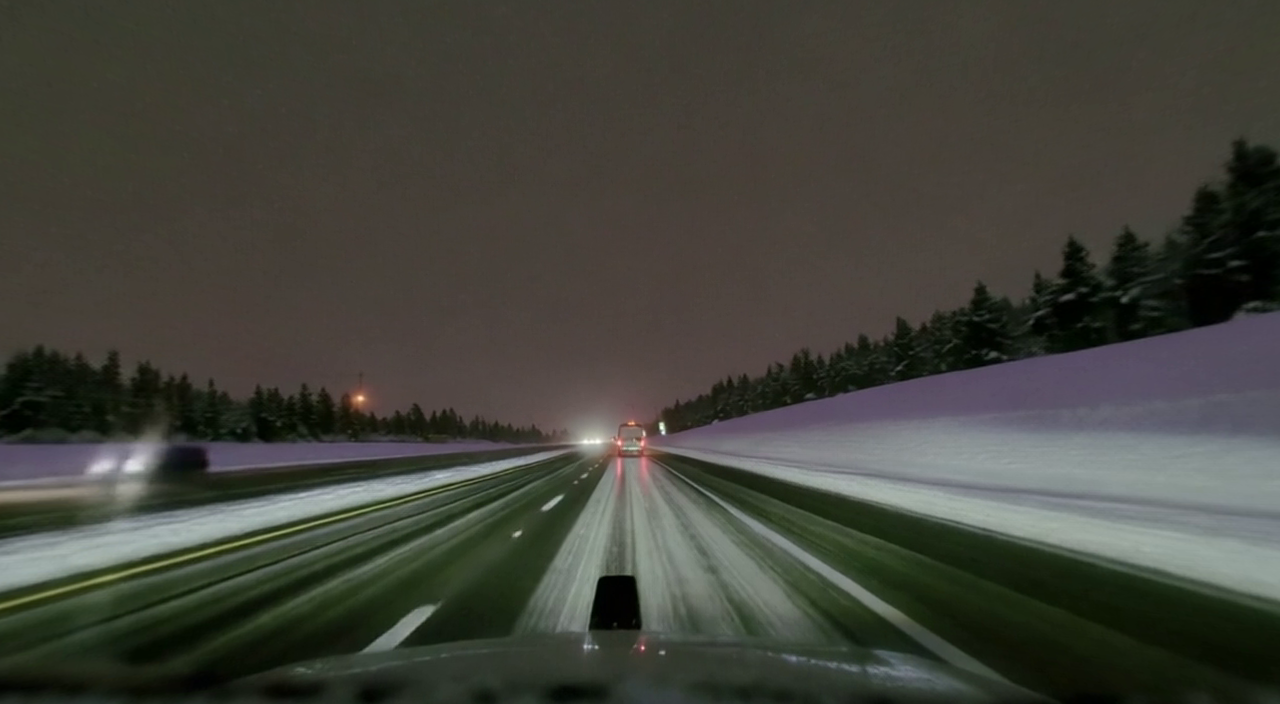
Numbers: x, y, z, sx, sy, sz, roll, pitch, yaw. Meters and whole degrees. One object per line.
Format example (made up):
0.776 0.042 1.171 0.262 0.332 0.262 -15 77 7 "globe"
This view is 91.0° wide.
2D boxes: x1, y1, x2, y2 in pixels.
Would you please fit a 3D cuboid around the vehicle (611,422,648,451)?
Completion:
-0.737 5.314 39.345 2.157 1.647 4.524 0 -8 -3 "vehicle"
